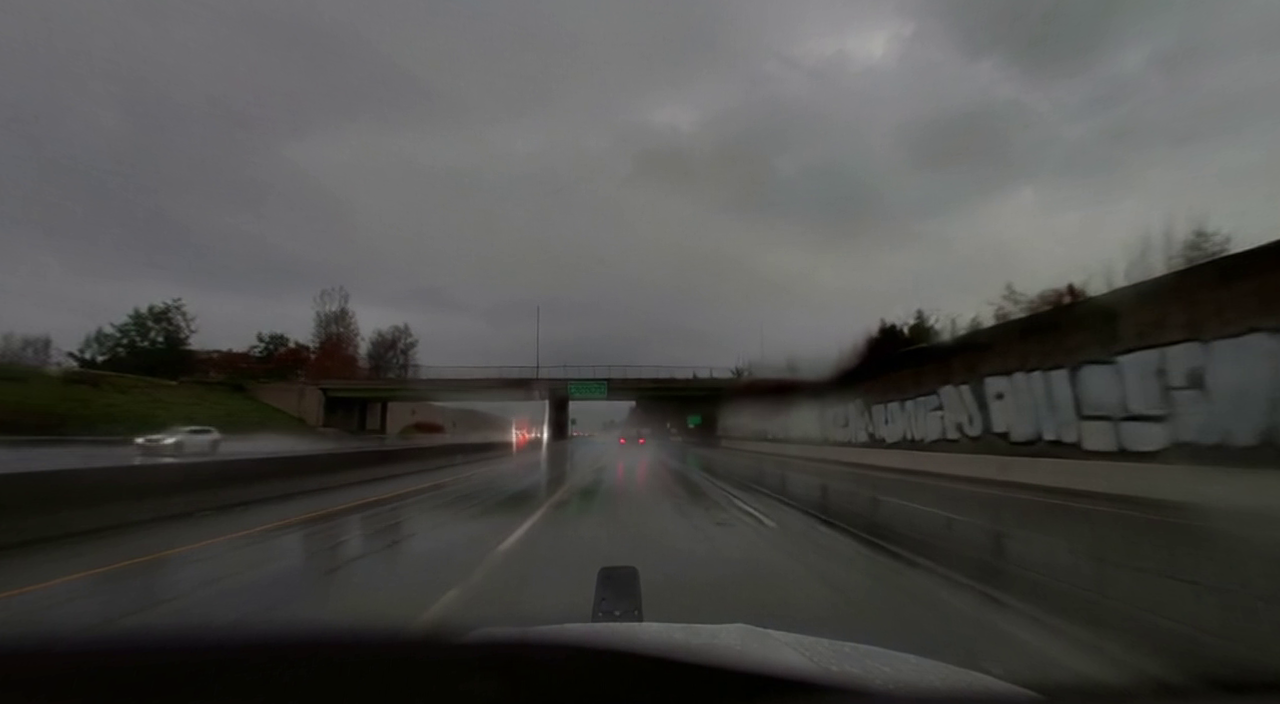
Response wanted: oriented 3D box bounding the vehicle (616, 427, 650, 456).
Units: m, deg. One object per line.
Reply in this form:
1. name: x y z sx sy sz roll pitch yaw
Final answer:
1. vehicle: -0.565 6.295 44.446 2.277 1.913 4.510 0 -8 -3
